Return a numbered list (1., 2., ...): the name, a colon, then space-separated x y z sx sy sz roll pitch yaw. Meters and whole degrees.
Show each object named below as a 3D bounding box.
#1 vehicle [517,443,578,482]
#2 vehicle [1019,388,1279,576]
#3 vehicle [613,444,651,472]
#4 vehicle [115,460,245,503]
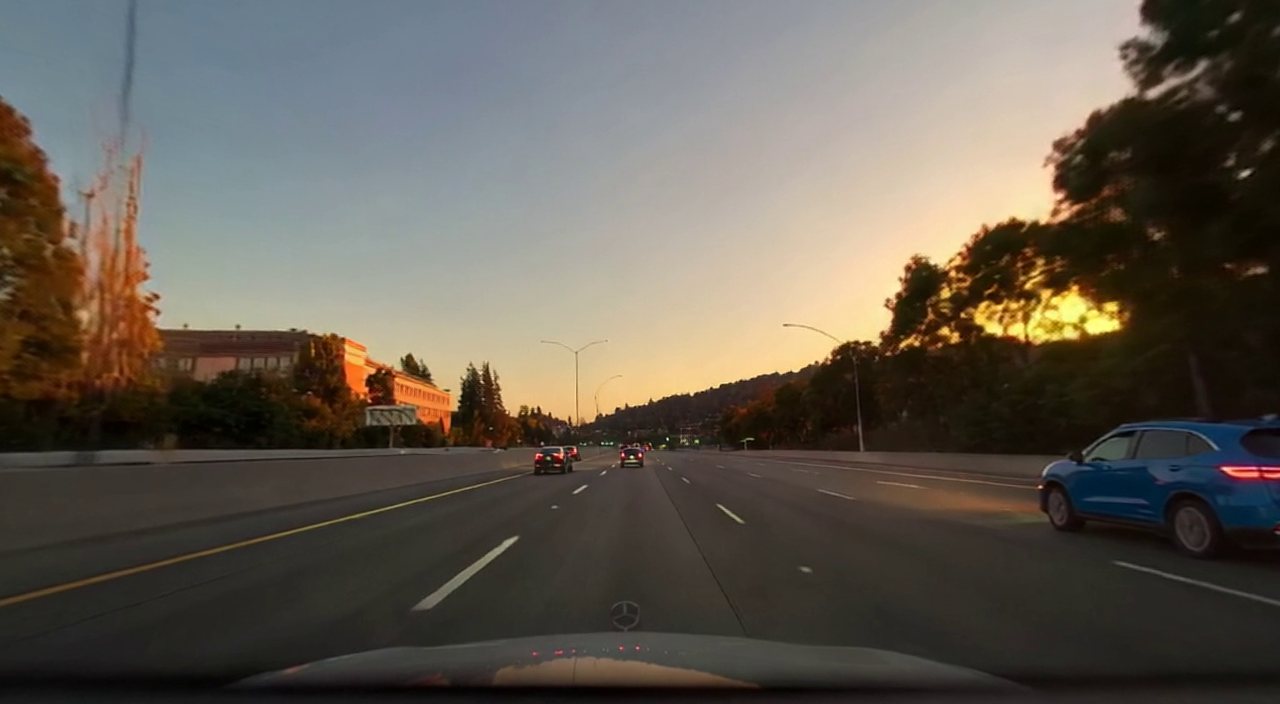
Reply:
1. vehicle: -3.791 4.602 26.690 1.886 1.465 4.625 -1 -9 0
2. vehicle: 7.207 1.504 7.796 2.028 1.801 4.741 -1 -9 -1
3. vehicle: -0.442 6.026 36.043 1.997 1.485 4.094 -1 -9 0
4. vehicle: -18.942 5.315 26.352 1.937 1.502 4.721 0 -9 -2
